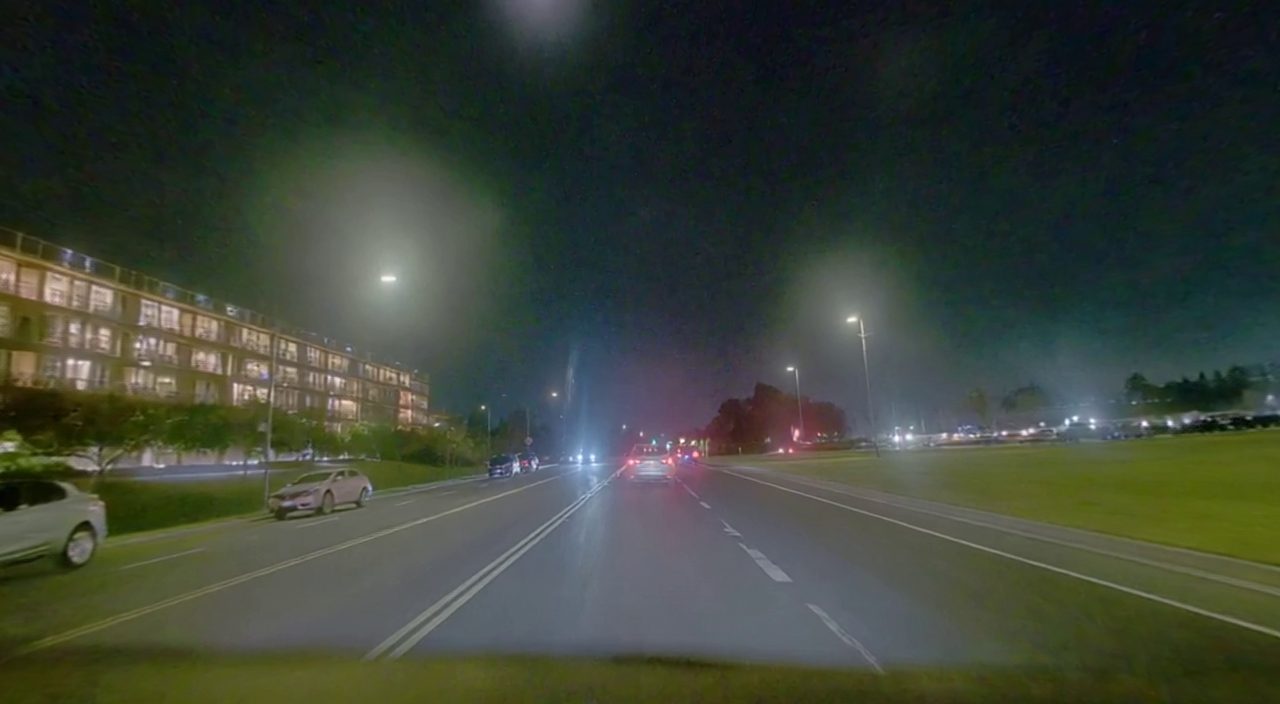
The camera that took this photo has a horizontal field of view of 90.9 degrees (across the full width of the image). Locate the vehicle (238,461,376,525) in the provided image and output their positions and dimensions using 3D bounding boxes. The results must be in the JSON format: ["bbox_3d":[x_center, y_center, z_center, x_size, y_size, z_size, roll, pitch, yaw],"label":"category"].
[{"bbox_3d":[-10.390,4.381,20.068,1.955,1.467,4.467,-7,-9,0],"label":"vehicle"}]

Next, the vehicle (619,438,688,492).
[{"bbox_3d":[0.390,3.772,21.390,2.132,1.632,3.838,0,-9,-1],"label":"vehicle"}]

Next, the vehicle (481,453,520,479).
[{"bbox_3d":[-10.080,8.202,45.757,1.932,1.607,4.191,-3,-8,-2],"label":"vehicle"}]
